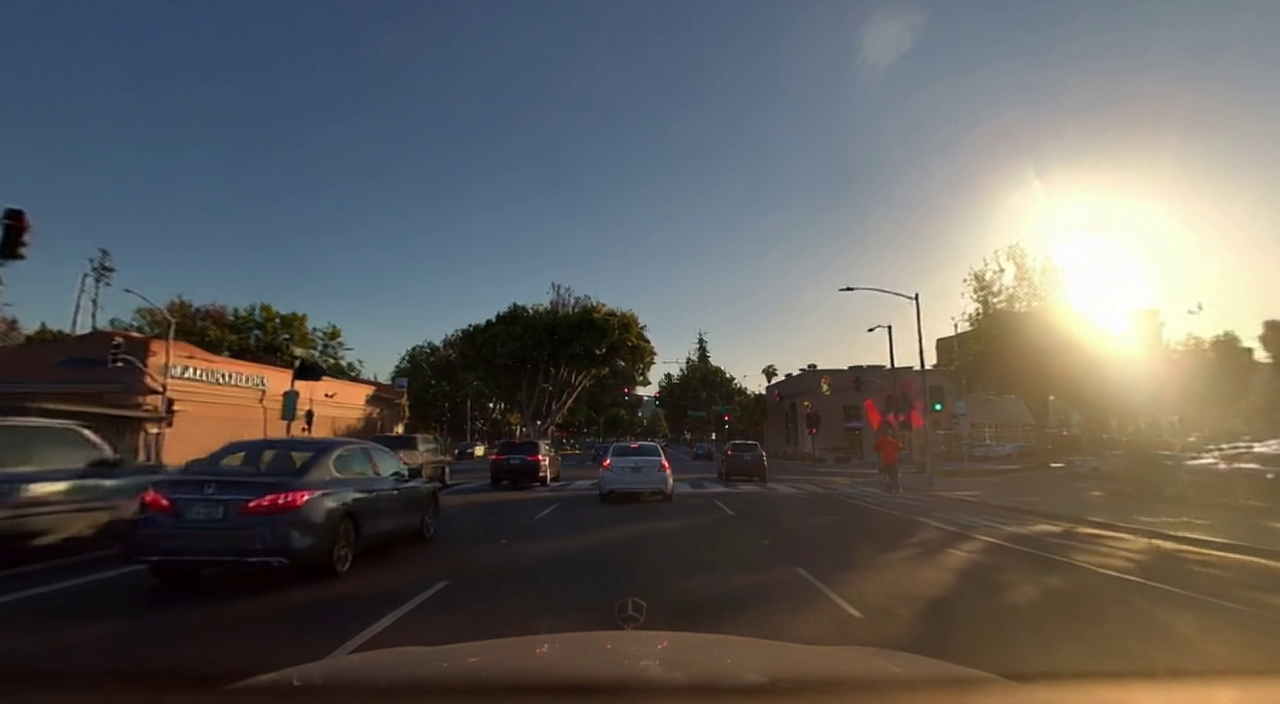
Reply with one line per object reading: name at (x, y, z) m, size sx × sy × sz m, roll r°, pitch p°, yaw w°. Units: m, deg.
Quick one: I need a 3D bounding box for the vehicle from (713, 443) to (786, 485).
vehicle at (4.175, 4.343, 24.723) m, size 1.979 × 1.485 × 4.207 m, roll 0°, pitch -8°, yaw -1°

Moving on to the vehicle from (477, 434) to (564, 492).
vehicle at (-3.714, 3.519, 20.323) m, size 1.983 × 1.685 × 3.997 m, roll 0°, pitch -8°, yaw 0°

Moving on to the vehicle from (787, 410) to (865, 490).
vehicle at (8.461, 4.467, 28.900) m, size 2.613 × 3.281 × 2.673 m, roll 5°, pitch -8°, yaw 0°

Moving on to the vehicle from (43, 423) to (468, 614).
vehicle at (-3.706, 1.670, 7.408) m, size 1.992 × 1.493 × 4.688 m, roll 0°, pitch -8°, yaw 1°

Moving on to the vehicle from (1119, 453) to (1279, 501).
vehicle at (19.026, 4.139, 21.061) m, size 4.367 × 1.475 × 1.815 m, roll -1°, pitch -8°, yaw 7°

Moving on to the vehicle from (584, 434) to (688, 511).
vehicle at (-0.082, 2.770, 14.984) m, size 2.121 × 1.563 × 4.031 m, roll 0°, pitch -8°, yaw 0°
